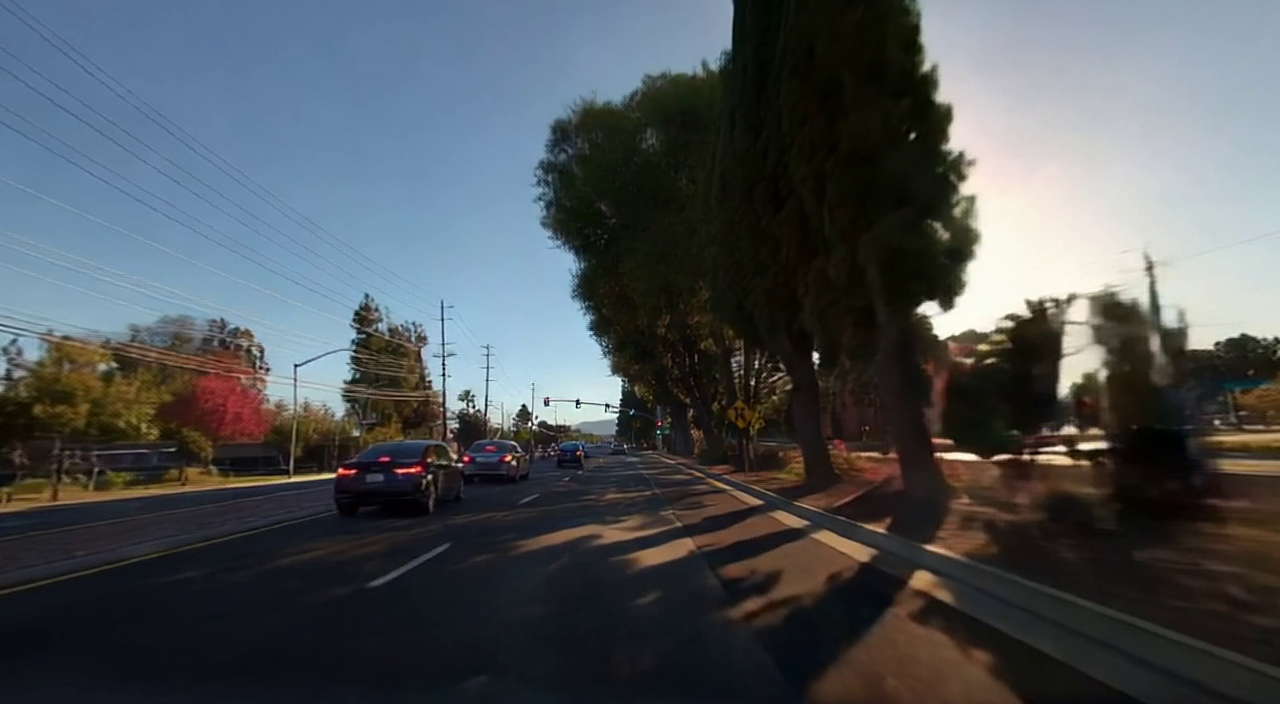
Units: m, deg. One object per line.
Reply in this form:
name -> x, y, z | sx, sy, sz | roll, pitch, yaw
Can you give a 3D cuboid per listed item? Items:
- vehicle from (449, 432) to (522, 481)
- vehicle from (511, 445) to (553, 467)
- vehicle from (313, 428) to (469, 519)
vehicle -> -6.398, 4.390, 26.804 | 2.337, 1.862, 4.924 | 1, -9, -6
vehicle -> -7.515, 7.298, 44.459 | 2.030, 1.482, 4.818 | 0, -9, 0
vehicle -> -5.276, 2.613, 14.066 | 2.041, 1.698, 4.094 | 1, -9, -5
